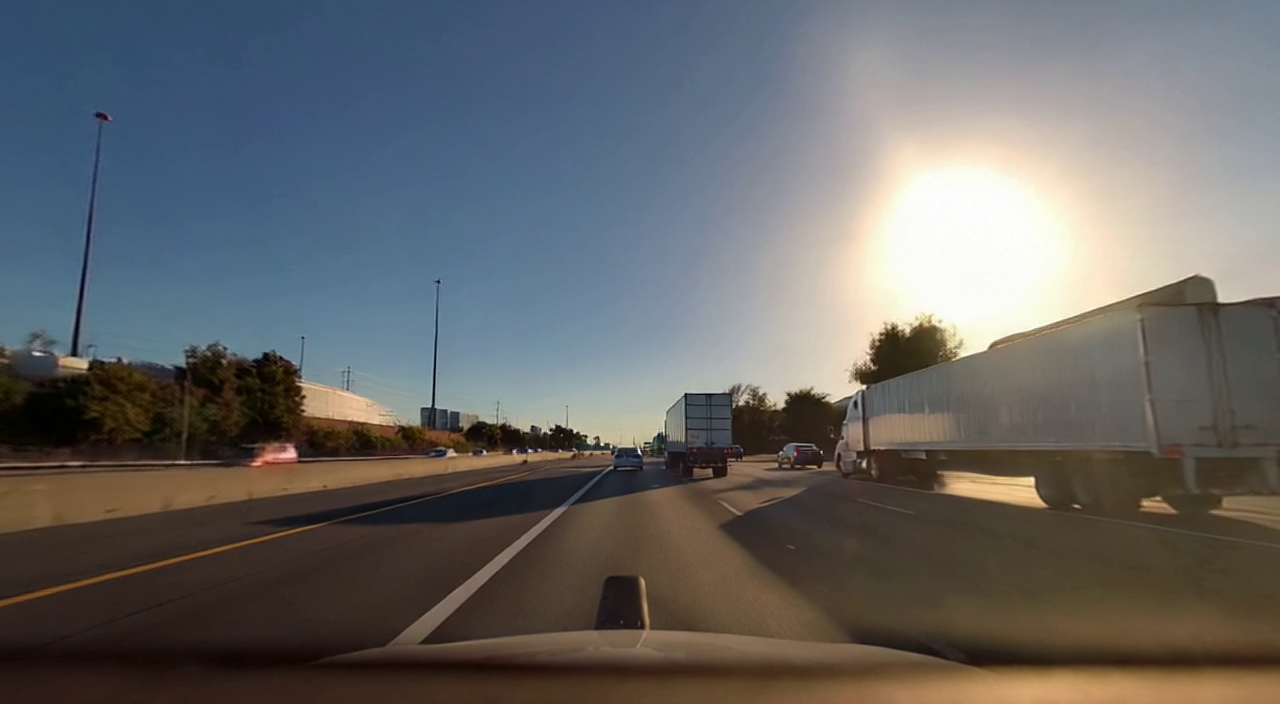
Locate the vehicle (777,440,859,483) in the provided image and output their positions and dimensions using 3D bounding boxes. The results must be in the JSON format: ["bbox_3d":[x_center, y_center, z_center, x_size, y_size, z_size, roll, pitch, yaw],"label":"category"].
[{"bbox_3d":[7.417,4.599,26.808,2.154,1.658,4.347,0,-9,-1],"label":"vehicle"}]

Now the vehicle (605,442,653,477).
[{"bbox_3d":[-0.524,5.181,30.617,2.163,1.551,4.180,0,-9,-1],"label":"vehicle"}]

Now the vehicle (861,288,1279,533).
[{"bbox_3d":[11.361,2.248,19.313,2.898,4.171,17.188,0,-9,0],"label":"vehicle"}]

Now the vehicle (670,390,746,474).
[{"bbox_3d":[3.604,4.736,36.382,2.999,4.127,10.526,0,-9,-1],"label":"vehicle"}]

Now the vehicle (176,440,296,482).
[{"bbox_3d":[-16.650,4.497,26.368,1.963,1.575,4.544,0,-9,0],"label":"vehicle"}]
